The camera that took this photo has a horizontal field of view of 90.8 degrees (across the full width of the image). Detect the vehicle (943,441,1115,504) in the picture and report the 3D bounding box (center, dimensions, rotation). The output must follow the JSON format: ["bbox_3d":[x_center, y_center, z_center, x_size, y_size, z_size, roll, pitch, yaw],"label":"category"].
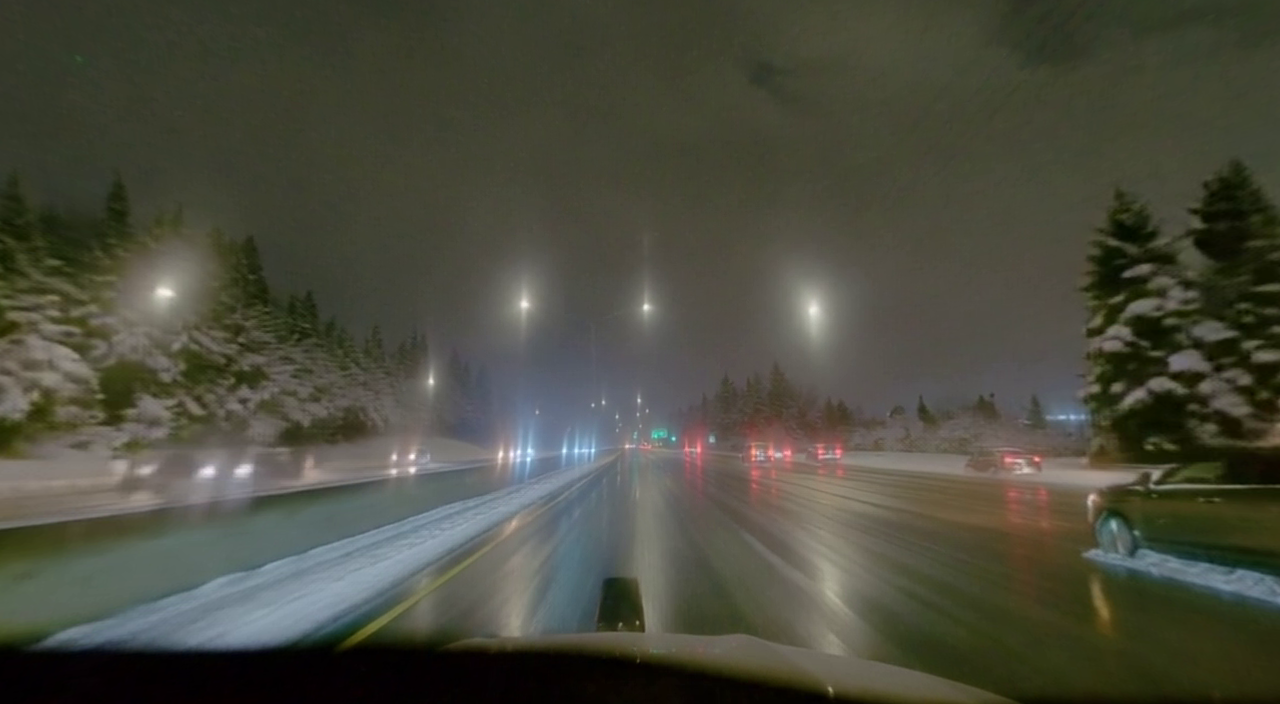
[{"bbox_3d":[9.926,3.075,16.582,1.836,1.418,4.132,0,-9,-1],"label":"vehicle"}]

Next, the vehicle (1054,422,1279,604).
[{"bbox_3d":[6.149,1.380,5.573,1.821,1.470,4.633,0,-9,-1],"label":"vehicle"}]

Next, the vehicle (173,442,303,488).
[{"bbox_3d":[-16.239,4.566,25.915,2.109,1.703,4.910,0,-9,-1],"label":"vehicle"}]

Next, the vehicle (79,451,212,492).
[{"bbox_3d":[-19.977,4.803,25.814,1.934,1.509,4.361,0,-9,-1],"label":"vehicle"}]
